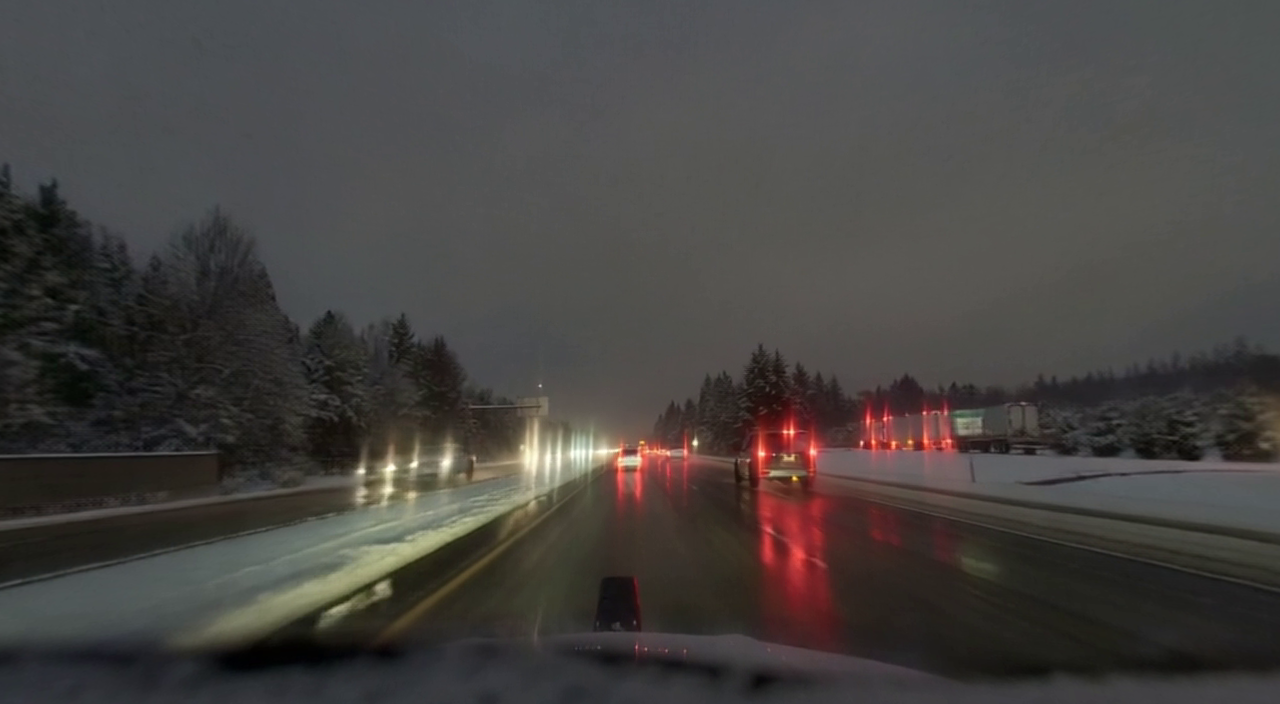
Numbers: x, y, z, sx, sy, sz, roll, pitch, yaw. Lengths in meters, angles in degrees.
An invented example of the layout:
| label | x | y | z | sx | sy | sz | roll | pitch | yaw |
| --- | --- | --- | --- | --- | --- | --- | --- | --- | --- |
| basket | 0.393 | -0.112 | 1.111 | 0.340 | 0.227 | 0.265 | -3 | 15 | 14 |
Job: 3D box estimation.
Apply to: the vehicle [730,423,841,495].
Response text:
| label | x | y | z | sx | sy | sz | roll | pitch | yaw |
| --- | --- | --- | --- | --- | --- | --- | --- | --- | --- |
| vehicle | 4.322 | 3.293 | 19.561 | 2.261 | 1.952 | 4.784 | 0 | -9 | -1 |

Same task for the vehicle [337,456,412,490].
| label | x | y | z | sx | sy | sz | roll | pitch | yaw |
| --- | --- | --- | --- | --- | --- | --- | --- | --- | --- |
| vehicle | -13.265 | 6.068 | 31.643 | 1.955 | 1.511 | 4.111 | 0 | -9 | 0 |

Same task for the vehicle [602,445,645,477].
| label | x | y | z | sx | sy | sz | roll | pitch | yaw |
| --- | --- | --- | --- | --- | --- | --- | --- | --- | --- |
| vehicle | -0.806 | 5.498 | 31.818 | 2.029 | 1.483 | 3.769 | 0 | -9 | -1 |

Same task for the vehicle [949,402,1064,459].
| label | x | y | z | sx | sy | sz | roll | pitch | yaw |
| --- | --- | --- | --- | --- | --- | --- | --- | --- | --- |
| vehicle | 27.014 | 6.035 | 47.004 | 2.971 | 3.746 | 10.126 | -1 | -9 | 3 |

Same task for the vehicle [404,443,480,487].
| label | x | y | z | sx | sy | sz | roll | pitch | yaw |
| --- | --- | --- | --- | --- | --- | --- | --- | --- | --- |
| vehicle | -9.150 | 5.238 | 29.367 | 2.126 | 1.851 | 4.357 | 0 | -9 | 0 |
